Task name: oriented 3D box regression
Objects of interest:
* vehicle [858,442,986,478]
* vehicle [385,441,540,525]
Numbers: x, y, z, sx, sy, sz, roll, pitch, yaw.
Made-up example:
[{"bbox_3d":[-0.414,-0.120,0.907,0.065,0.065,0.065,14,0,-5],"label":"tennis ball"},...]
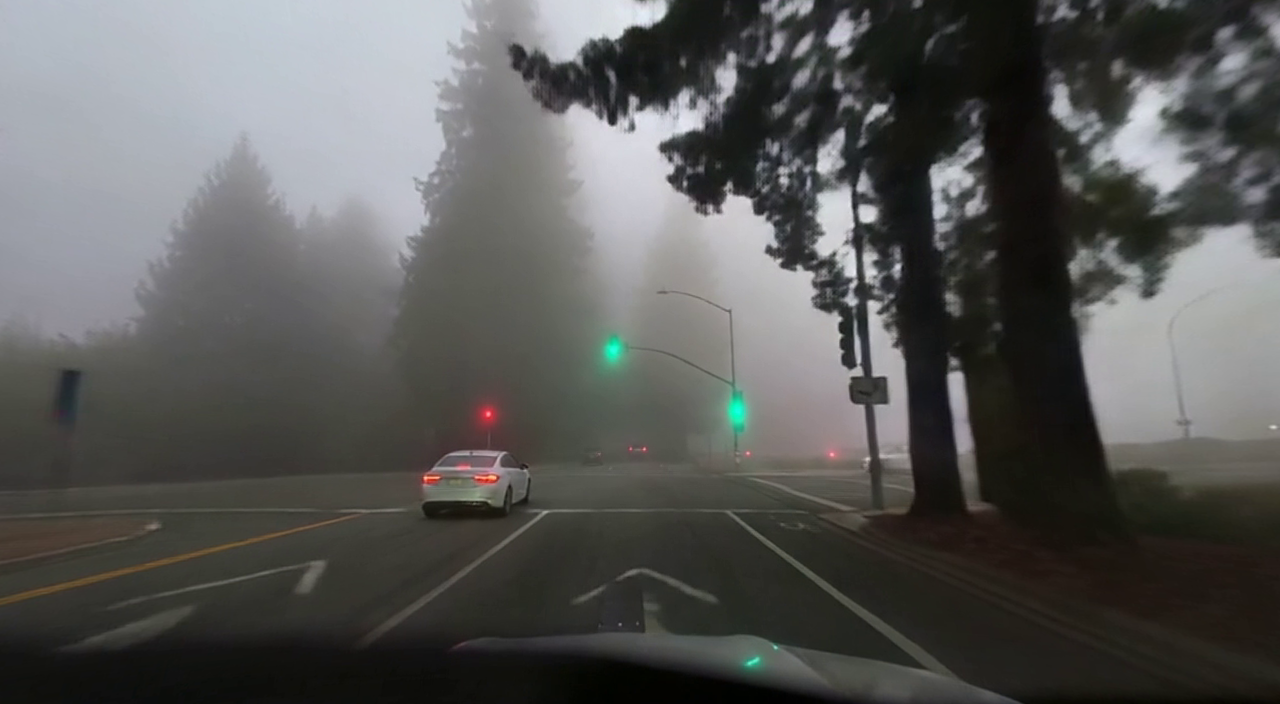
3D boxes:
[{"bbox_3d":[12.056,4.613,27.200,4.632,1.473,1.889,0,-8,-3],"label":"vehicle"},{"bbox_3d":[-3.476,2.627,13.346,1.968,1.459,4.433,0,-8,0],"label":"vehicle"}]
